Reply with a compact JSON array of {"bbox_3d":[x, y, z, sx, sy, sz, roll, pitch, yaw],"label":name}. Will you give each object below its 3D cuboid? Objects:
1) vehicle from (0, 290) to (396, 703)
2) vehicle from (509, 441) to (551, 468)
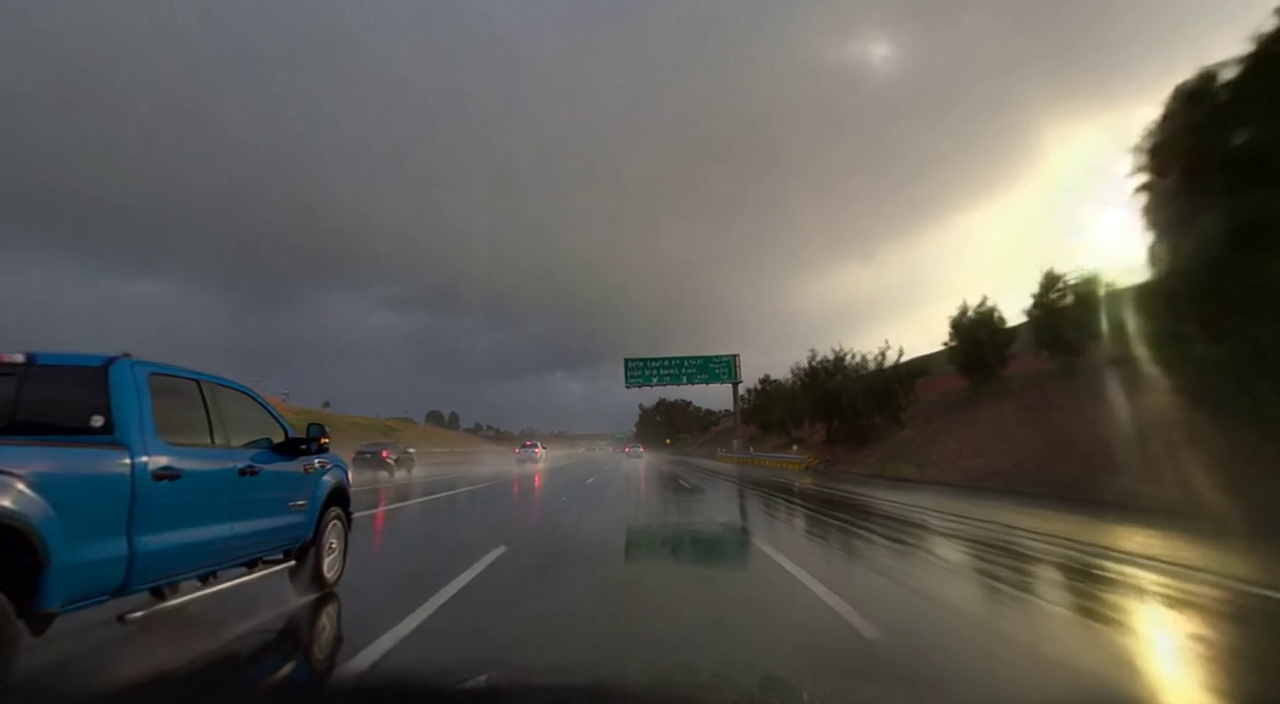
[{"bbox_3d":[-4.042,0.955,4.242,2.339,2.004,6.171,0,-9,0],"label":"vehicle"},{"bbox_3d":[-8.237,7.729,47.673,2.260,1.917,5.499,0,-9,-1],"label":"vehicle"}]
